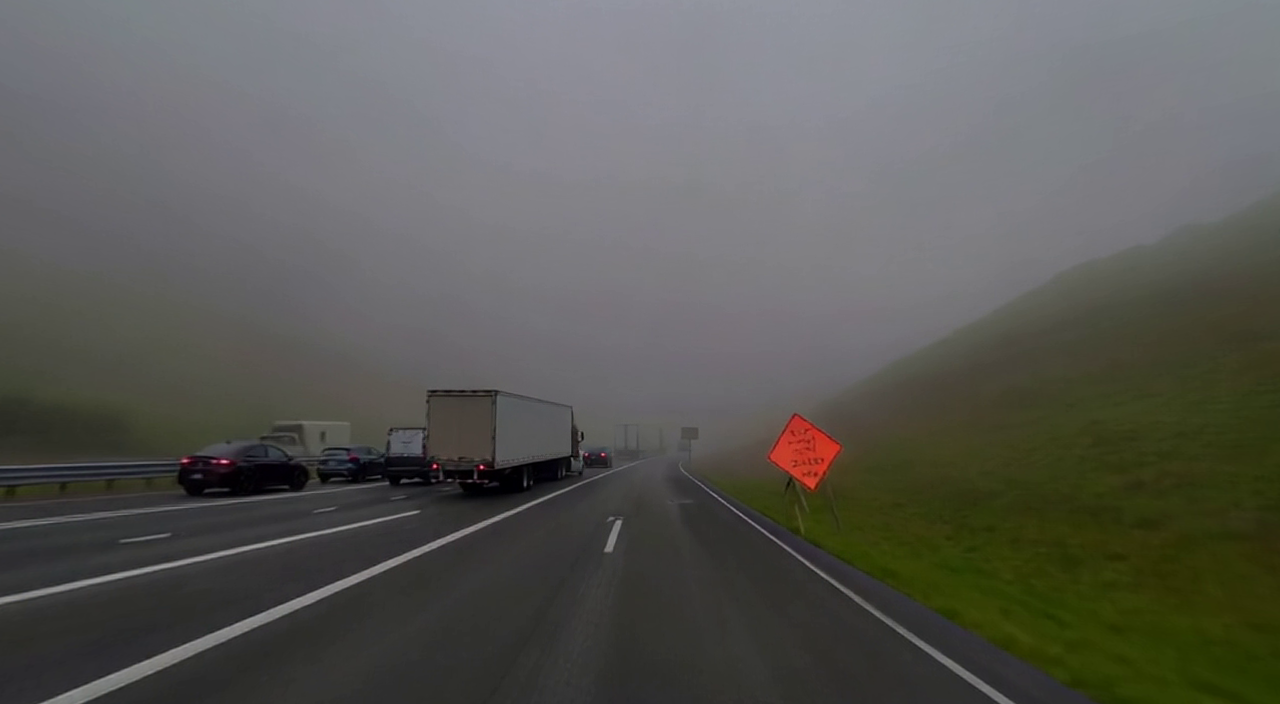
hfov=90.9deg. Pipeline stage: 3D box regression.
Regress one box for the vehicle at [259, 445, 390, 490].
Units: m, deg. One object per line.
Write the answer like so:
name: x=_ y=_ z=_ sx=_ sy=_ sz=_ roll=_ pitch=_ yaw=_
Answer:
vehicle: x=-11.680 y=4.292 z=23.794 sx=1.925 sy=1.493 sz=4.864 roll=-1 pitch=-9 yaw=8

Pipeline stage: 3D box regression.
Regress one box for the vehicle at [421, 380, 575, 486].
vehicle: x=-6.239 y=4.247 z=31.636 sx=2.848 sy=4.067 sz=14.314 roll=-1 pitch=-9 yaw=7

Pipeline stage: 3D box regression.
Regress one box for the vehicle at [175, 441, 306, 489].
vehicle: x=-15.509 y=4.399 z=24.799 sx=1.943 sy=1.662 sz=4.283 roll=-1 pitch=-9 yaw=8
